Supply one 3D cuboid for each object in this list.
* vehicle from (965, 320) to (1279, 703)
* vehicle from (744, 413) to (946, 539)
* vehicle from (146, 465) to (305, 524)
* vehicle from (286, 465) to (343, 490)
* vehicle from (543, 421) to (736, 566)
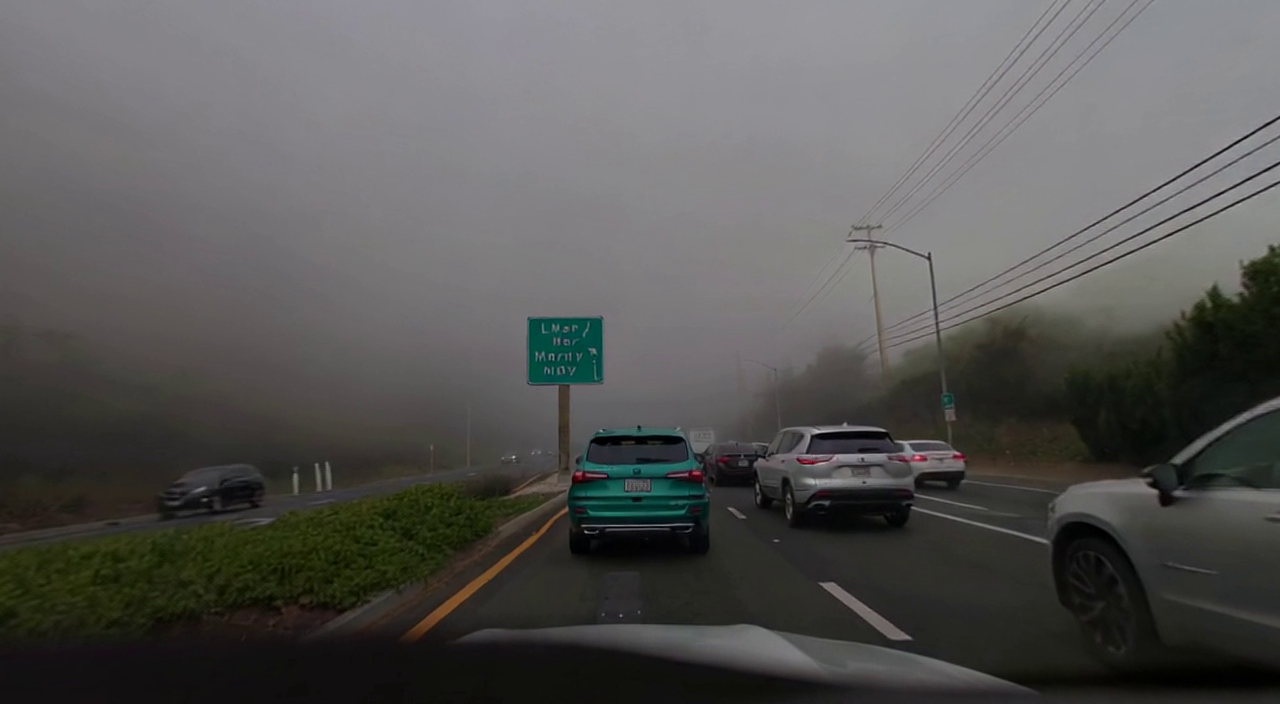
[{"bbox_3d":[3.525,0.762,2.678,2.001,1.707,4.250,0,-8,0],"label":"vehicle"},{"bbox_3d":[3.361,2.145,11.563,2.097,1.818,4.625,0,-8,0],"label":"vehicle"},{"bbox_3d":[-13.083,4.490,20.379,1.960,1.491,4.700,0,-8,0],"label":"vehicle"},{"bbox_3d":[-22.722,8.758,44.238,1.847,1.554,3.926,0,-8,0],"label":"vehicle"},{"bbox_3d":[-0.033,1.932,9.410,2.199,1.641,4.232,0,-8,-1],"label":"vehicle"}]
